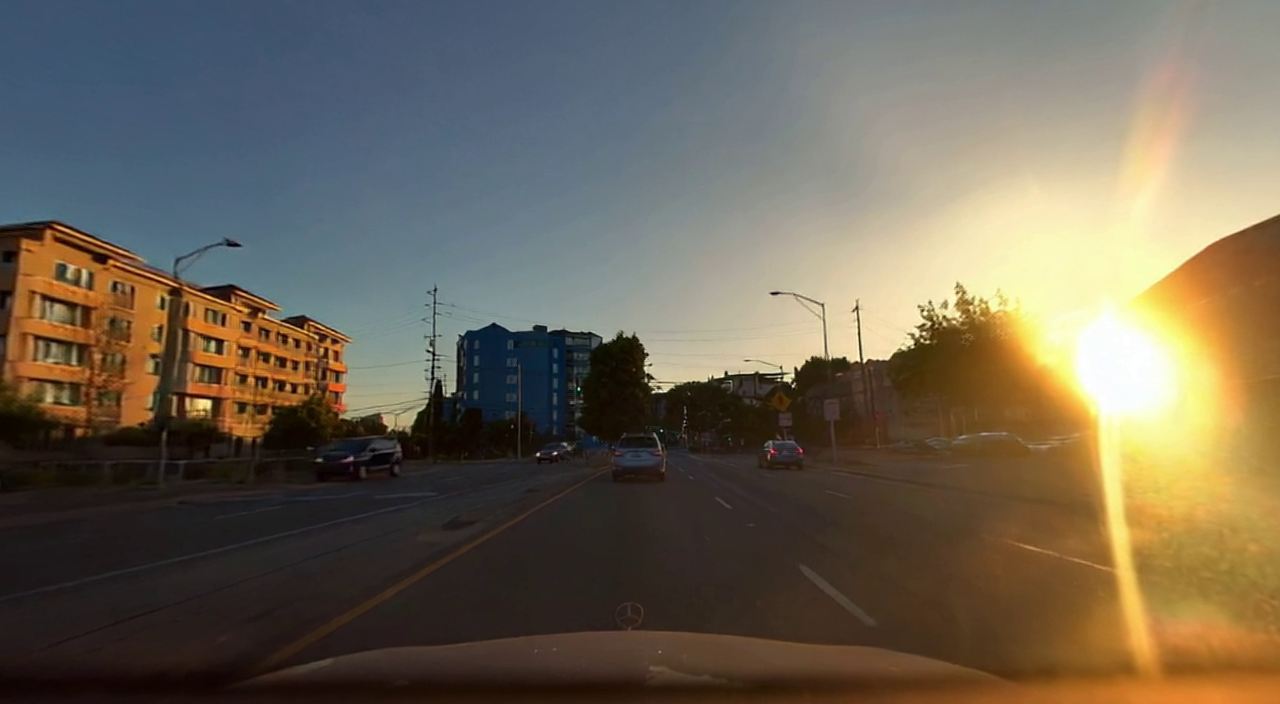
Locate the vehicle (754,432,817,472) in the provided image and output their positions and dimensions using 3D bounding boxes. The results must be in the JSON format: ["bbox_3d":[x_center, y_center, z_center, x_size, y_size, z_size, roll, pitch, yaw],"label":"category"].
[{"bbox_3d":[6.906,4.788,30.414,1.952,1.749,4.311,0,-8,0],"label":"vehicle"}]

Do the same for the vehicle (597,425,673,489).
[{"bbox_3d":[-0.078,3.335,20.361,2.160,1.786,4.702,0,-8,2],"label":"vehicle"}]

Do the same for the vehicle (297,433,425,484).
[{"bbox_3d":[-12.334,4.753,28.550,2.544,2.014,5.821,-1,-8,8],"label":"vehicle"}]

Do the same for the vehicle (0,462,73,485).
[{"bbox_3d":[-41.389,8.187,42.737,1.882,1.448,4.160,-1,-9,3],"label":"vehicle"}]
